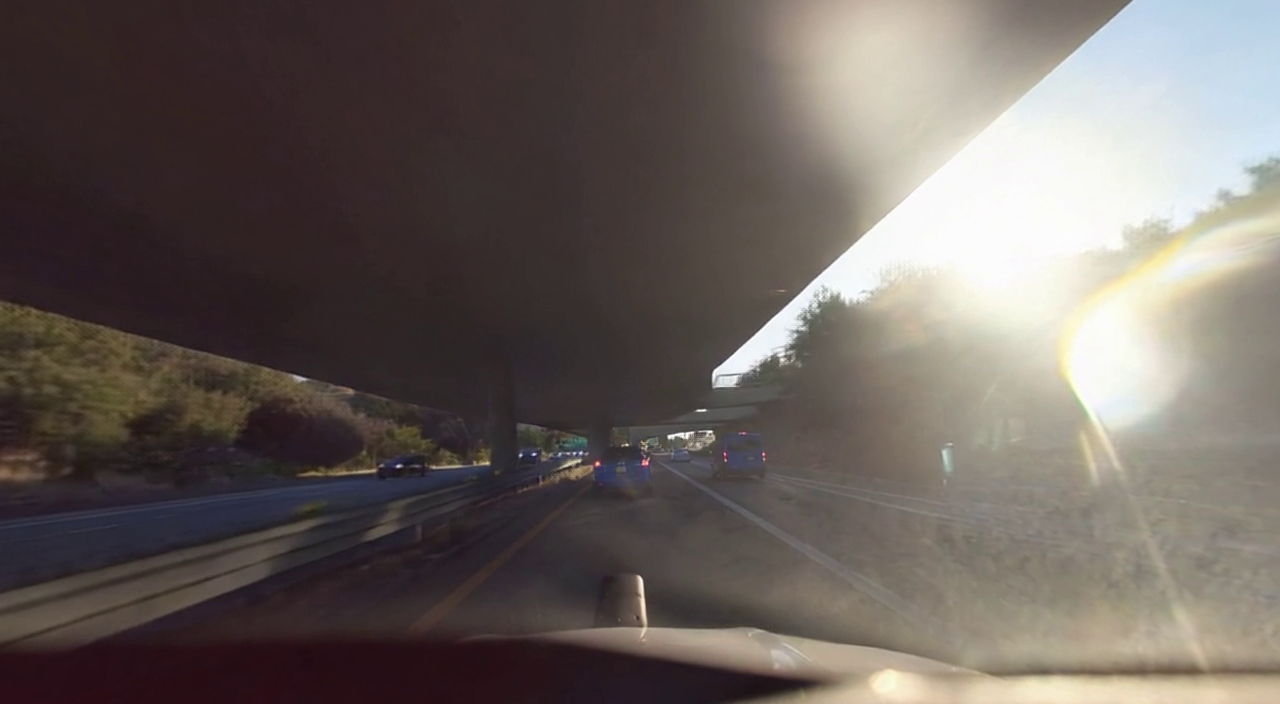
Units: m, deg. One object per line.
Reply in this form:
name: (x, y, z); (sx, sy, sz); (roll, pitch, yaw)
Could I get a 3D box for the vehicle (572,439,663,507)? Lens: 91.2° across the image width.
vehicle: (-0.504, 2.978, 15.799); (2.029, 1.483, 3.769); (0, -9, 0)

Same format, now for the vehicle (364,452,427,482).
vehicle: (-13.763, 6.488, 35.590); (1.910, 1.517, 4.274); (0, -9, -1)

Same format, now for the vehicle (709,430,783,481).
vehicle: (4.404, 4.404, 26.934); (2.261, 1.952, 4.784); (0, -9, -1)
